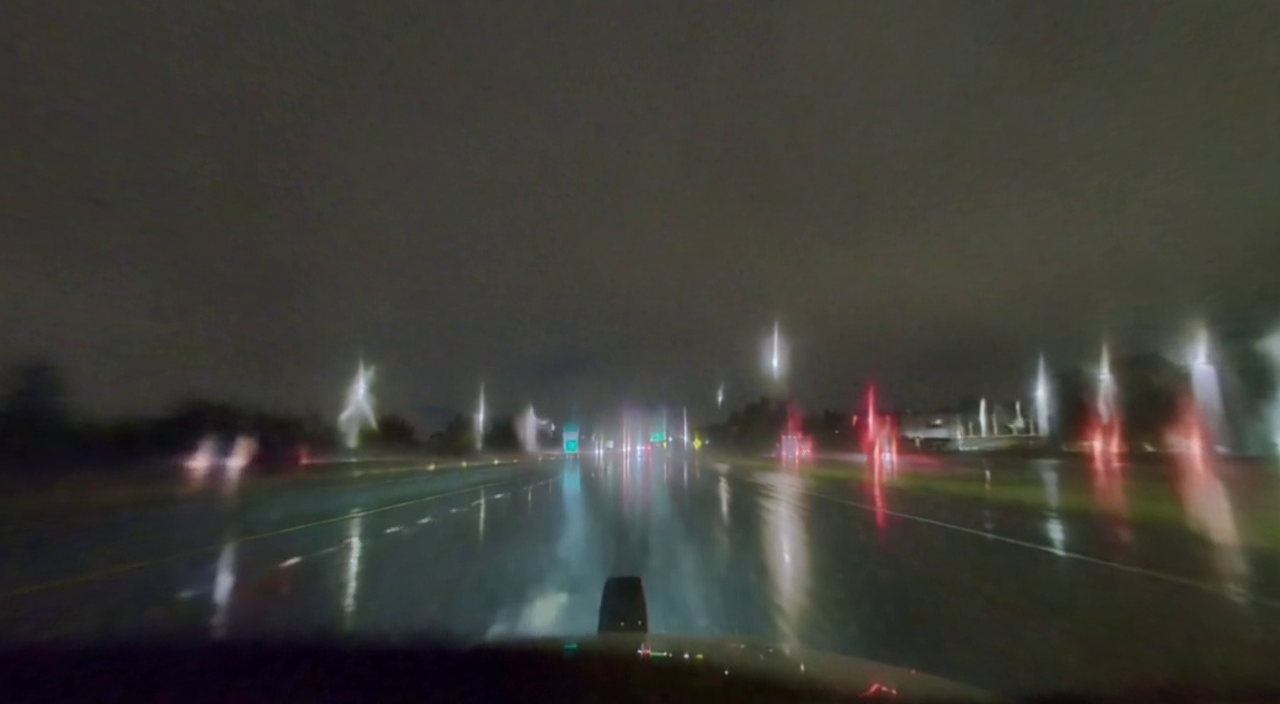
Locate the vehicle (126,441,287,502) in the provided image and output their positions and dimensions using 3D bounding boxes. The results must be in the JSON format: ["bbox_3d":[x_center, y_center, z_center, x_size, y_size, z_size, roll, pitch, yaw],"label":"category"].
[{"bbox_3d":[-14.470,3.986,21.455,2.065,1.832,4.651,0,-9,1],"label":"vehicle"}]
